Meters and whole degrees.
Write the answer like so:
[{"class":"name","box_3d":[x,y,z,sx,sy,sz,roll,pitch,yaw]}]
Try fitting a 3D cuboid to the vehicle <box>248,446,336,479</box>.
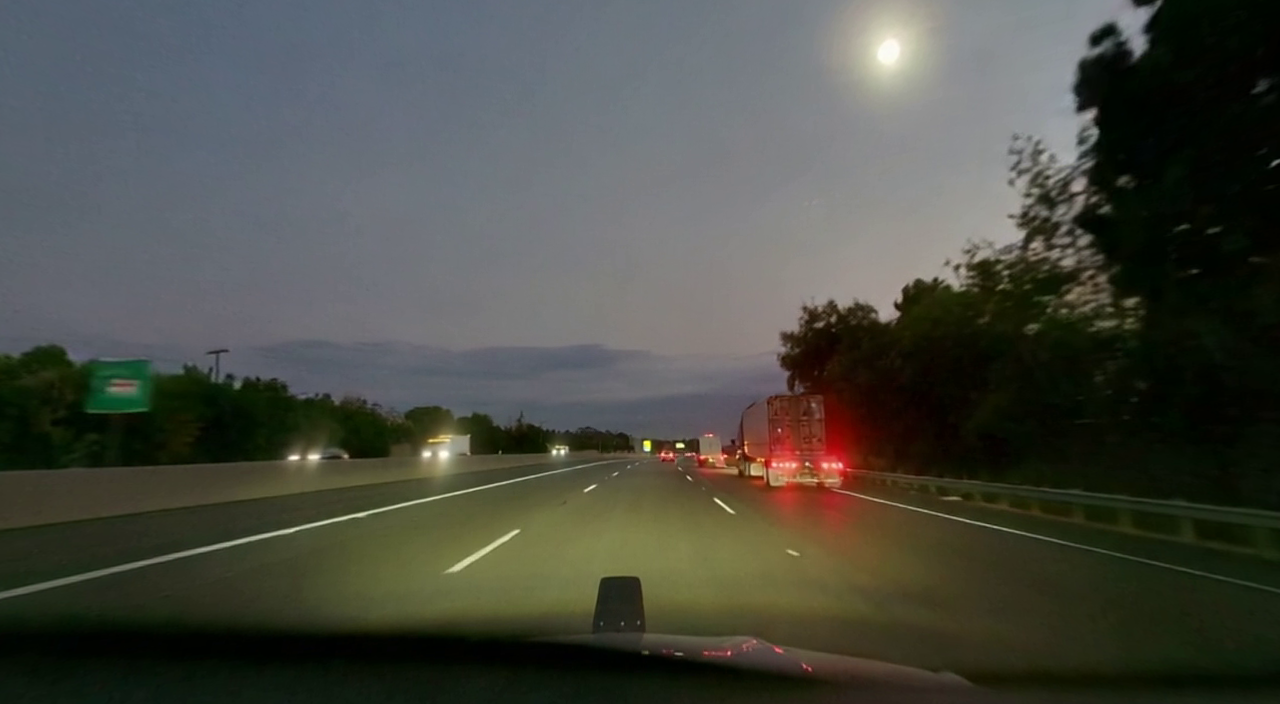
[{"class":"vehicle","box_3d":[-18.632,5.912,34.006,2.020,1.650,4.606,-1,-9,2]}]
